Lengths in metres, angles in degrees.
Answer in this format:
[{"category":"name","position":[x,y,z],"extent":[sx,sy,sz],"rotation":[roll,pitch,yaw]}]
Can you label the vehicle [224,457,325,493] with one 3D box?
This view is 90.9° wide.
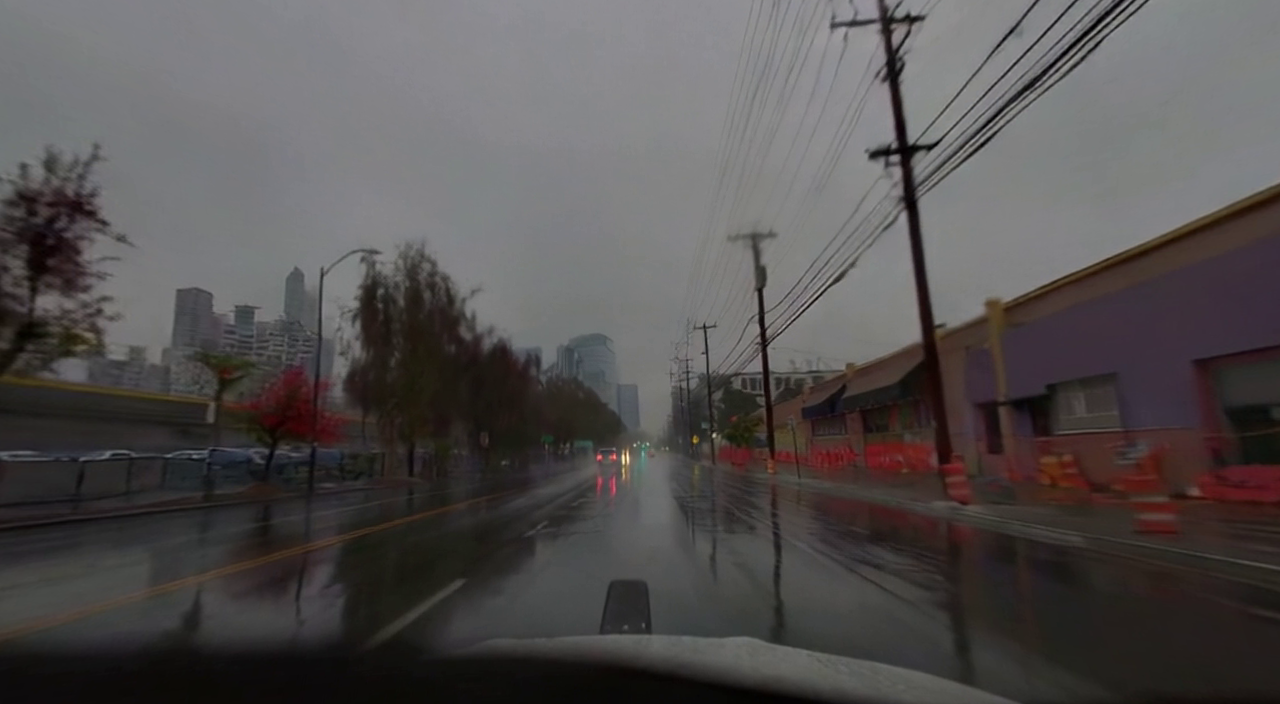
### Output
[{"category":"vehicle","position":[-17.157,5.777,29.926],"extent":[1.995,1.460,4.802],"rotation":[0,-9,-2]}]
